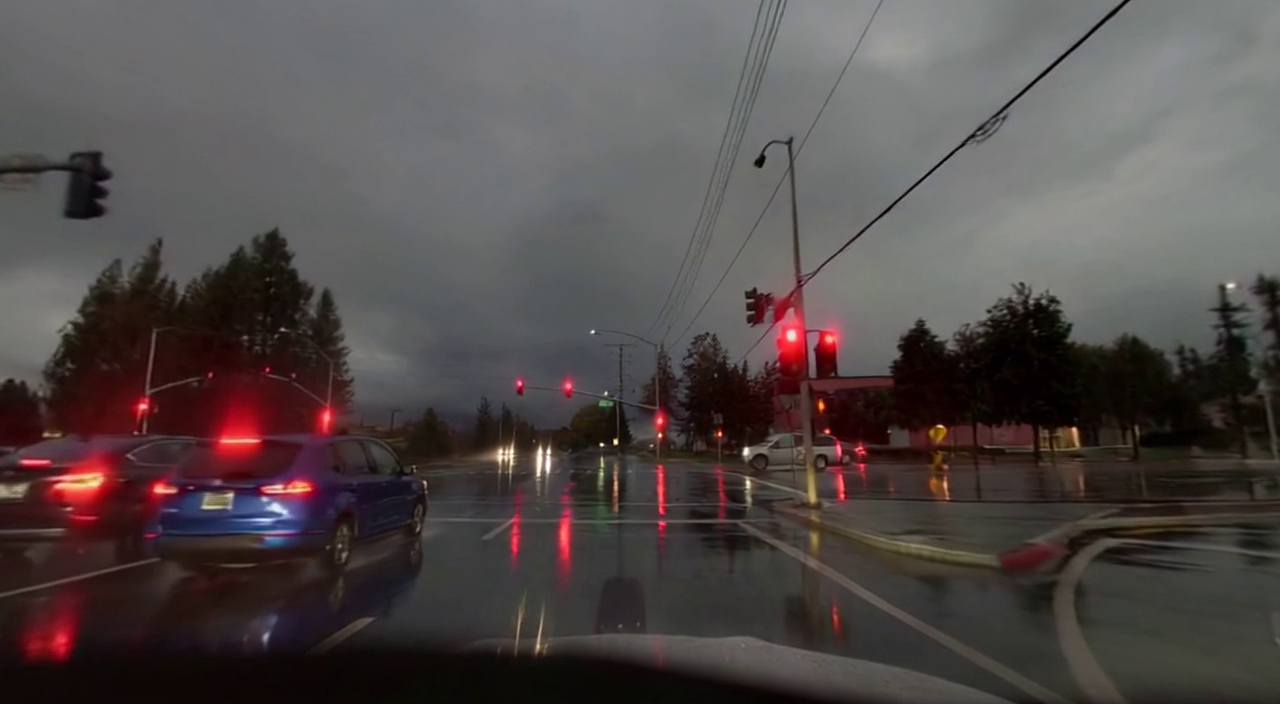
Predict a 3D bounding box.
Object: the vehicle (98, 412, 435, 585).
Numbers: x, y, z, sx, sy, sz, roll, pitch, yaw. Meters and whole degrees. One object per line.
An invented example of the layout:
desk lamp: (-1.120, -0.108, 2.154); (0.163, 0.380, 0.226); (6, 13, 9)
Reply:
vehicle: (-4.070, 1.648, 7.804); (1.815, 1.569, 3.940); (1, -9, -2)

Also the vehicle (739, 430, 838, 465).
vehicle: (7.728, 5.010, 33.173); (4.884, 1.714, 2.021); (-1, -9, 11)
